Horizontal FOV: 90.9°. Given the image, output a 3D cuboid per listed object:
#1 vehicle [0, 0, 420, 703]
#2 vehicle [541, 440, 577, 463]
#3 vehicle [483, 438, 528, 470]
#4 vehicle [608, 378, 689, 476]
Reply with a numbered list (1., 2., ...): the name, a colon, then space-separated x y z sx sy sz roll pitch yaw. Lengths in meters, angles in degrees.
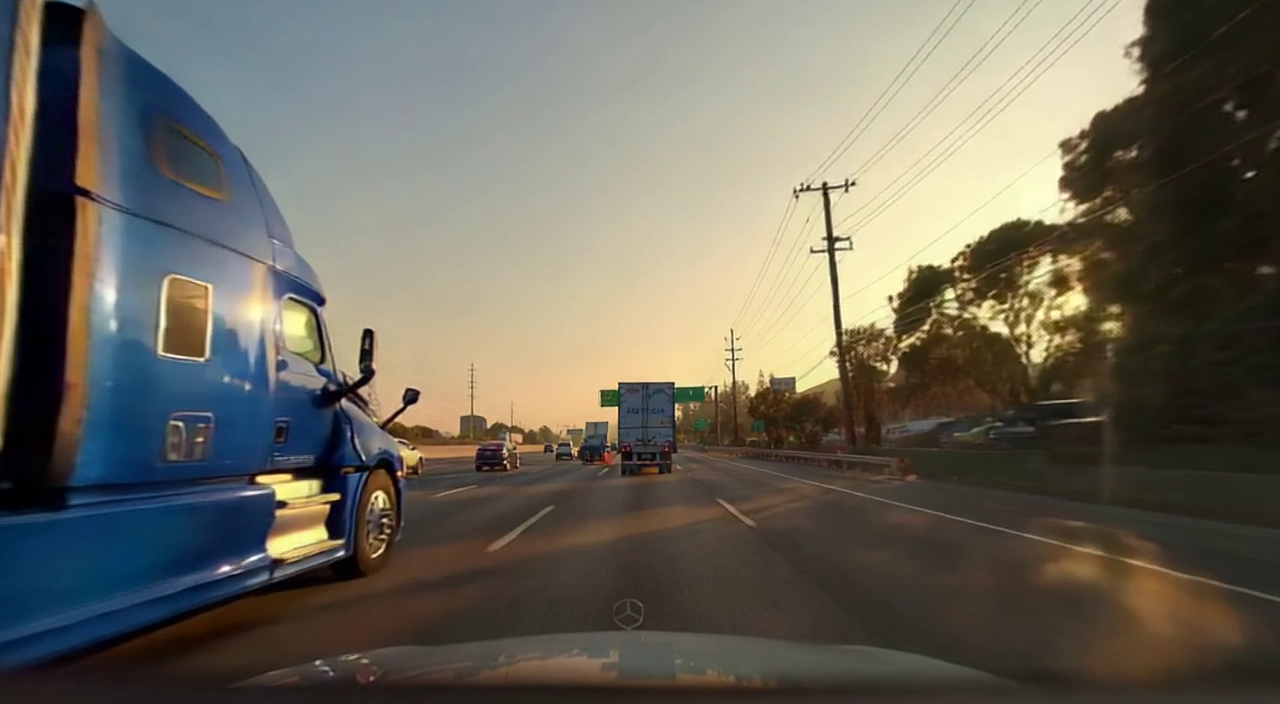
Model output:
1. vehicle: -4.030 -0.046 2.425 3.061 3.891 8.658 0 -9 1
2. vehicle: -5.423 6.722 42.783 1.933 1.459 4.478 0 -9 -2
3. vehicle: -7.041 5.349 33.238 1.736 1.580 2.778 0 -9 0
4. vehicle: 0.270 3.481 28.092 2.941 3.604 9.851 0 -9 0
